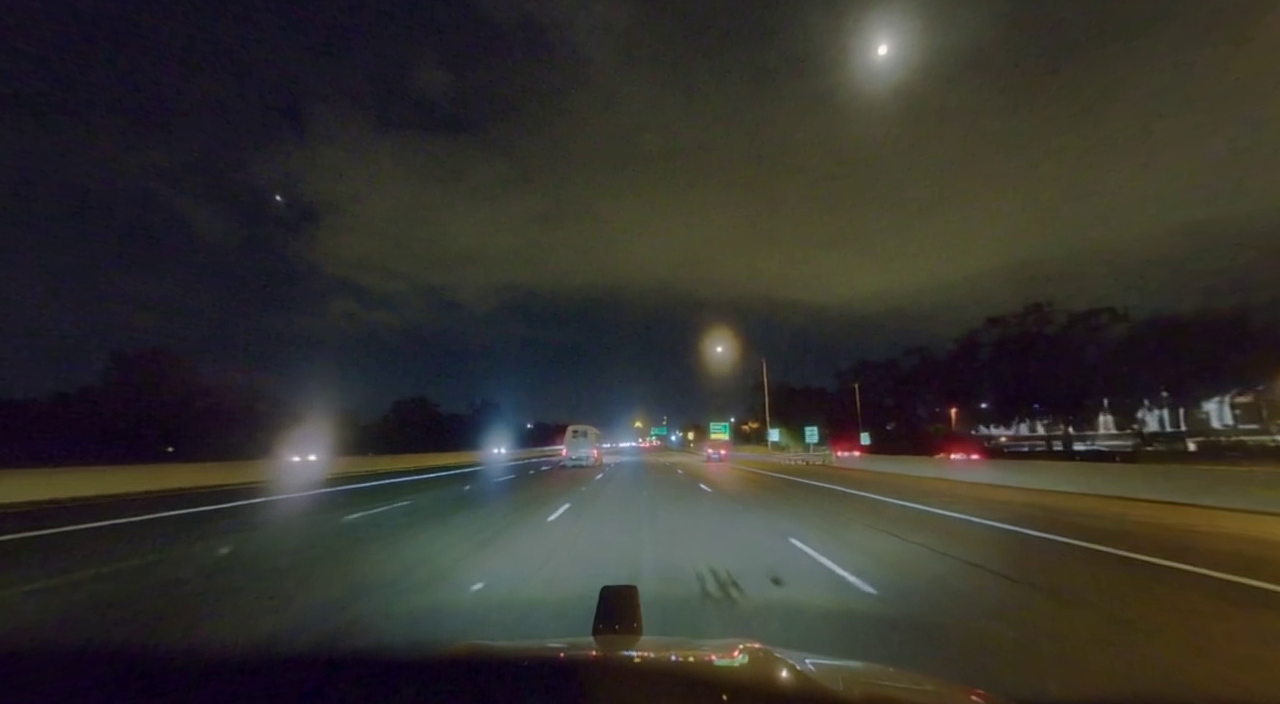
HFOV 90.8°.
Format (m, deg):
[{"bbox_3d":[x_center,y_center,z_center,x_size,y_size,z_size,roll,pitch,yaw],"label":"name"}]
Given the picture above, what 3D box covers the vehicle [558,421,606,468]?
[{"bbox_3d":[-3.883,6.392,43.655,2.881,2.937,7.045,0,-9,-2],"label":"vehicle"}]
